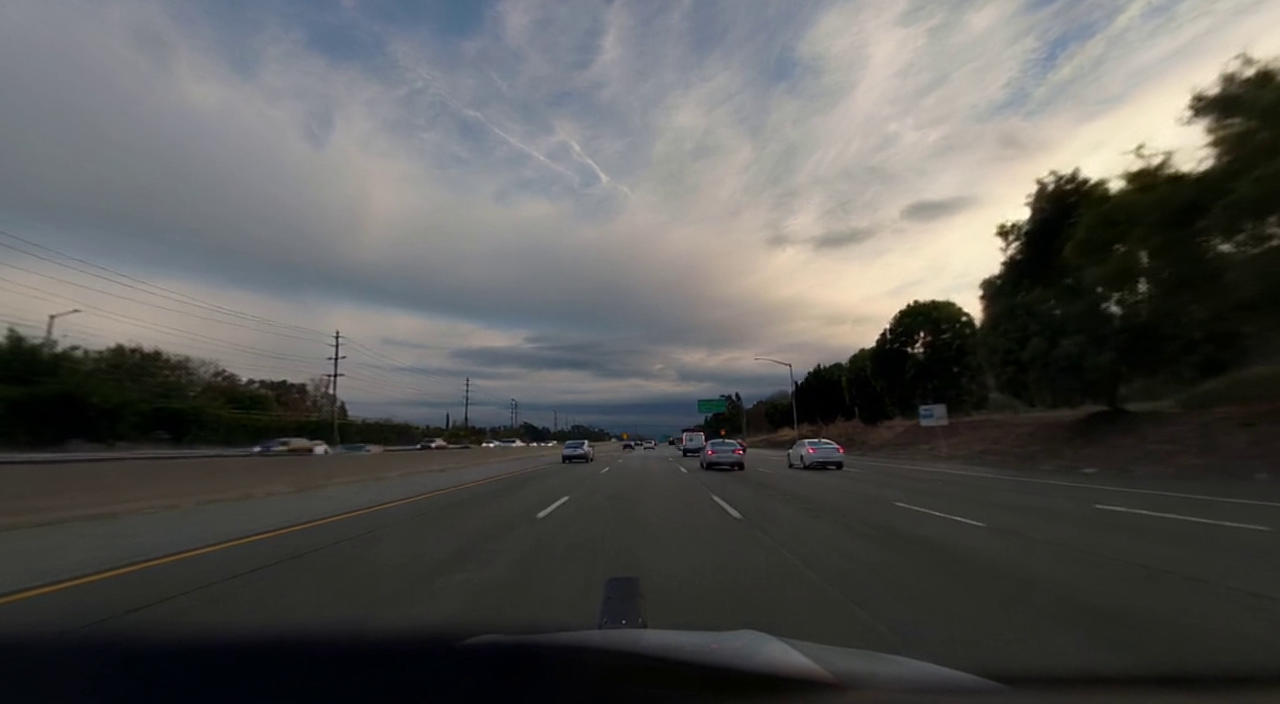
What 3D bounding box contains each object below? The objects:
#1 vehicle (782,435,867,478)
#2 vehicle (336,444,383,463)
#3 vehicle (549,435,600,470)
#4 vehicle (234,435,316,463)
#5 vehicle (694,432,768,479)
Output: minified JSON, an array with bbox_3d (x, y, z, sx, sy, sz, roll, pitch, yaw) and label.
[{"bbox_3d":[7.333,4.197,25.633,1.988,1.518,4.856,0,-8,0],"label":"vehicle"},{"bbox_3d":[-21.952,7.924,49.516,1.716,1.427,4.233,-1,-8,1],"label":"vehicle"},{"bbox_3d":[-3.402,5.303,33.458,2.106,1.682,4.395,-1,-8,2],"label":"vehicle"},{"bbox_3d":[-25.865,6.892,44.969,2.229,1.809,5.847,-1,-8,2],"label":"vehicle"},{"bbox_3d":[3.424,3.987,24.638,2.146,1.639,4.475,0,-8,-1],"label":"vehicle"}]
